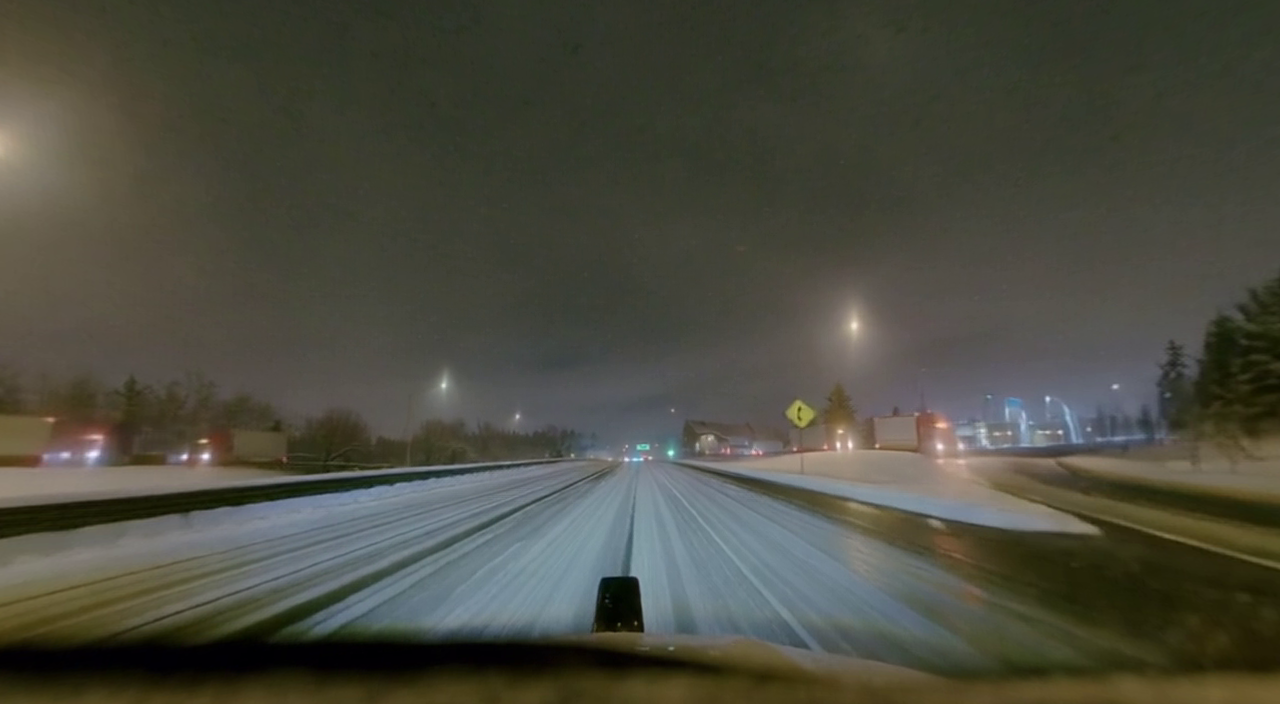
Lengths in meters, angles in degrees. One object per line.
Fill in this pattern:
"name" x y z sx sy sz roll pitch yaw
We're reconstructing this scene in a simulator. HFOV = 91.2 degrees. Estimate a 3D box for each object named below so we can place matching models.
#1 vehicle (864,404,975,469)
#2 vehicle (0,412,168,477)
"vehicle" 20.588 6.447 47.745 2.840 4.125 15.151 -1 -8 5
"vehicle" -34.831 5.081 33.938 2.758 3.295 20.564 -3 -10 0
